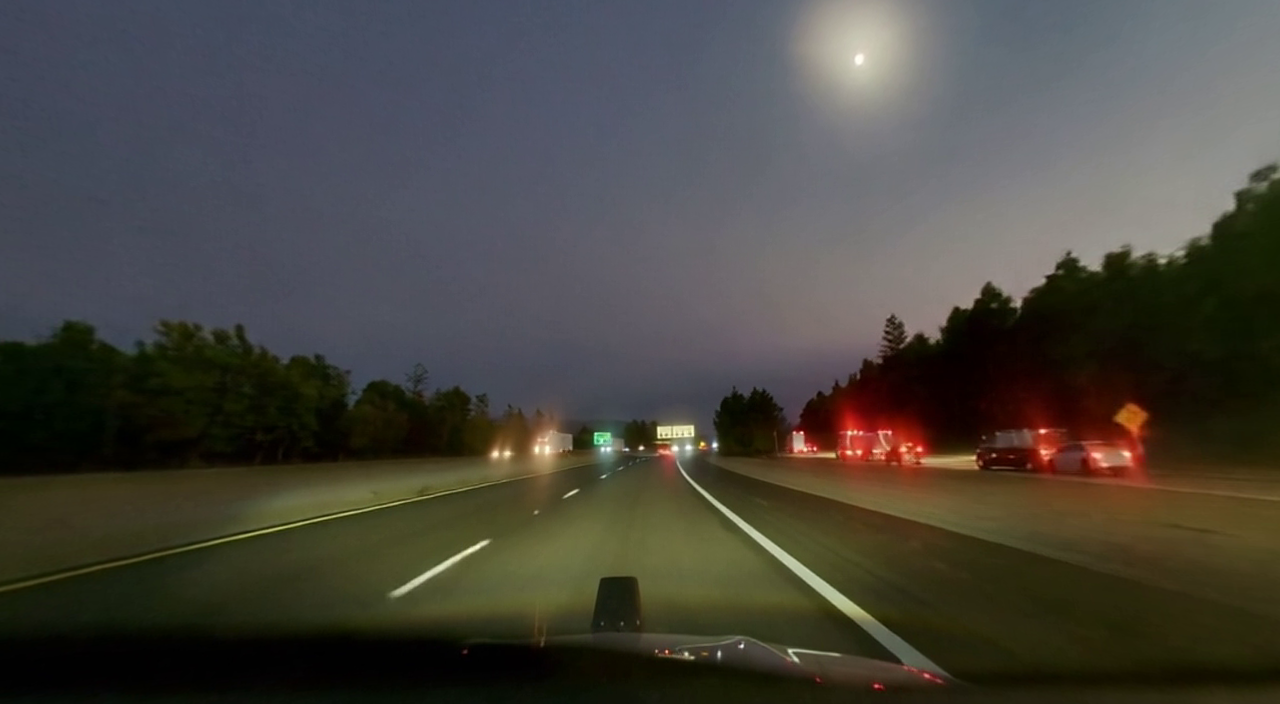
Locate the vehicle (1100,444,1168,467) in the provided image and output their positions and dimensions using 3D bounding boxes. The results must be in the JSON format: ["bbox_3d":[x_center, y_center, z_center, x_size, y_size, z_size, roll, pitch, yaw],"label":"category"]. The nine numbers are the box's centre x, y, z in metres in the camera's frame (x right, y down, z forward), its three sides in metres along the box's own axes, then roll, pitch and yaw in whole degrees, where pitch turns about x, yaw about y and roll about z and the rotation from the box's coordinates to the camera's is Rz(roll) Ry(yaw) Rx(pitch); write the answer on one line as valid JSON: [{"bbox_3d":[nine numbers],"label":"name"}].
[{"bbox_3d":[35.606,7.453,45.560,2.009,1.586,4.354,-2,-9,11],"label":"vehicle"}]
